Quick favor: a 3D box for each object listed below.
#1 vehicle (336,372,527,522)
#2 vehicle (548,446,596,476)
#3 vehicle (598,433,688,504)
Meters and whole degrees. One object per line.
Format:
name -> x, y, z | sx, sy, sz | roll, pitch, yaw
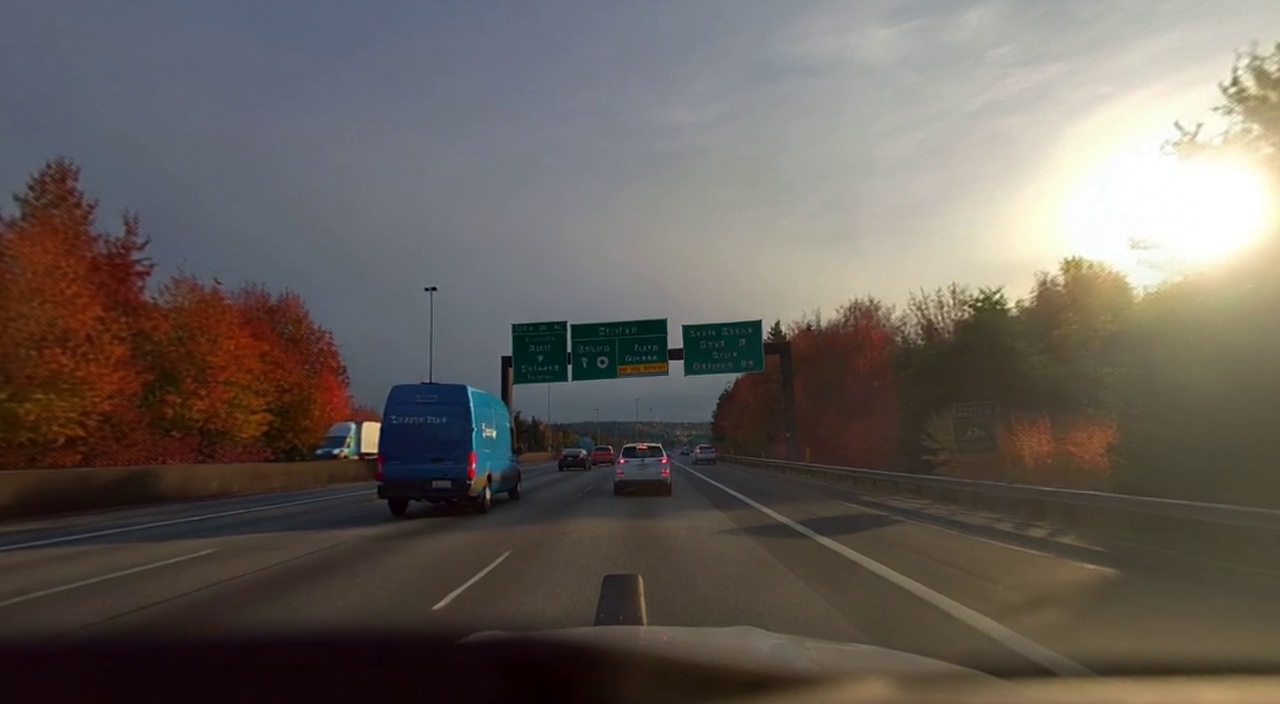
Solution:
vehicle -> -4.272, 2.145, 14.260 | 2.275, 2.692, 5.810 | 0, -9, 0
vehicle -> -3.612, 5.888, 33.985 | 2.015, 1.496, 4.312 | 0, -9, 1
vehicle -> 0.095, 3.147, 17.284 | 2.195, 1.679, 4.070 | 0, -9, 1
